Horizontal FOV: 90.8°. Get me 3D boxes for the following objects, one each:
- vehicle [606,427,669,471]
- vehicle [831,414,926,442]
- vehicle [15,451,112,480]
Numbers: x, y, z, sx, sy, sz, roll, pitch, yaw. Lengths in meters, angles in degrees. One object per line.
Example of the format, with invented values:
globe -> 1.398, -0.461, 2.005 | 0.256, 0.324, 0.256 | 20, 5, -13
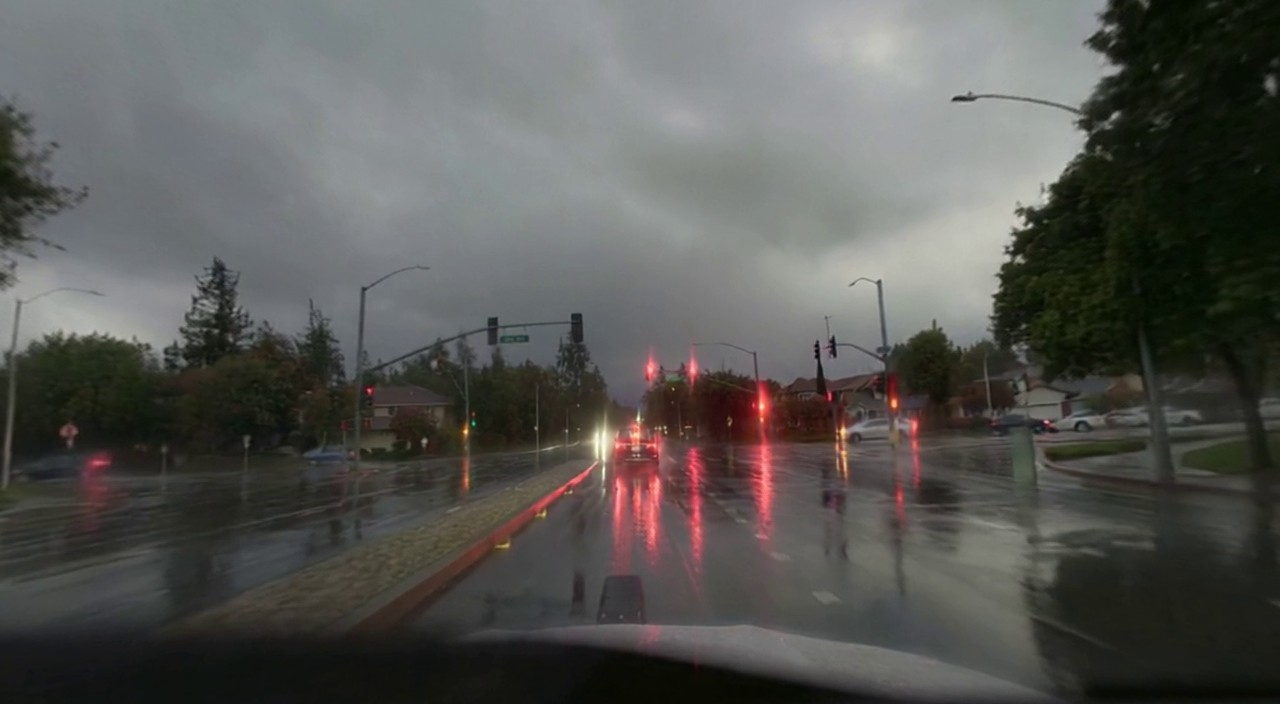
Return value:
vehicle -> -0.016, 3.836, 25.388 | 2.074, 1.570, 3.647 | 0, -7, 7
vehicle -> 17.986, 5.789, 47.946 | 6.025, 2.000, 2.876 | 1, -6, -2
vehicle -> -42.971, 8.425, 47.204 | 4.904, 2.000, 2.321 | 0, -7, -1
